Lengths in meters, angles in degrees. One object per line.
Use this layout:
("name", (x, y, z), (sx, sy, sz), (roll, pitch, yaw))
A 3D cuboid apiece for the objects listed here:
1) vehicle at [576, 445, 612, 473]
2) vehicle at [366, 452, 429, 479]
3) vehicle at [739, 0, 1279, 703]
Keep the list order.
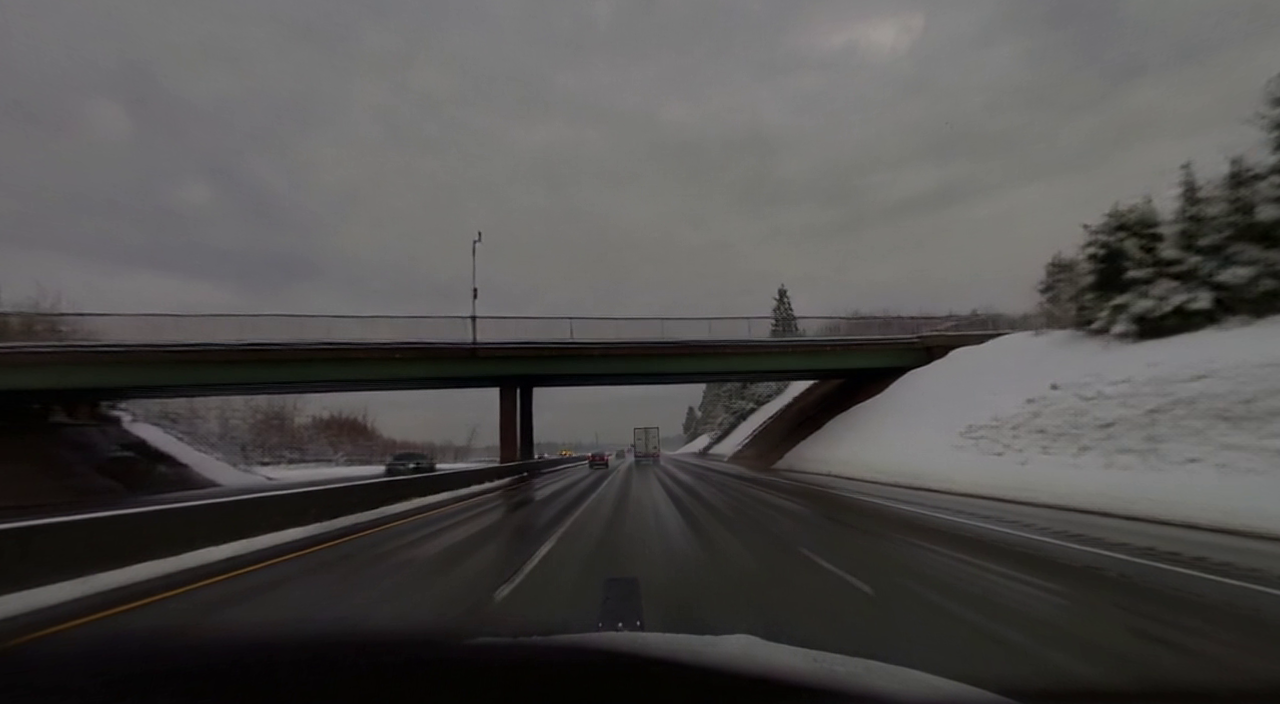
("vehicle", (-2.933, 6.894, 40.808), (2.007, 1.647, 3.854), (0, -9, 0))
("vehicle", (-15.573, 7.273, 40.825), (2.234, 1.590, 4.641), (0, -9, 0))
("vehicle", (4.061, 0.436, 7.453), (3.131, 4.037, 16.729), (0, -9, 0))
